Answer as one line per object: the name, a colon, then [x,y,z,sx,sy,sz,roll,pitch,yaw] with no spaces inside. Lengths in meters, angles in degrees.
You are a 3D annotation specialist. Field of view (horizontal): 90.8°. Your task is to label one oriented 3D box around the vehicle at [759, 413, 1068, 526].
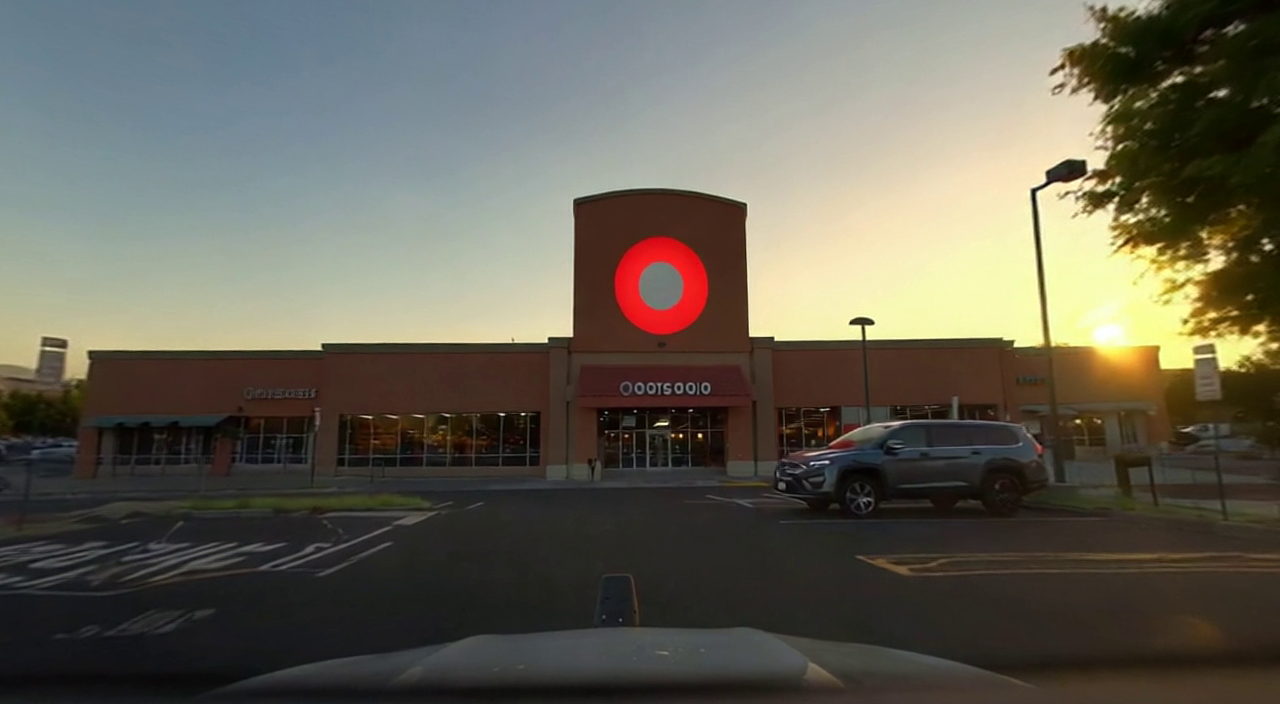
vehicle: [5.077,2.220,12.315,4.864,1.916,2.413,1,-8,-6]
